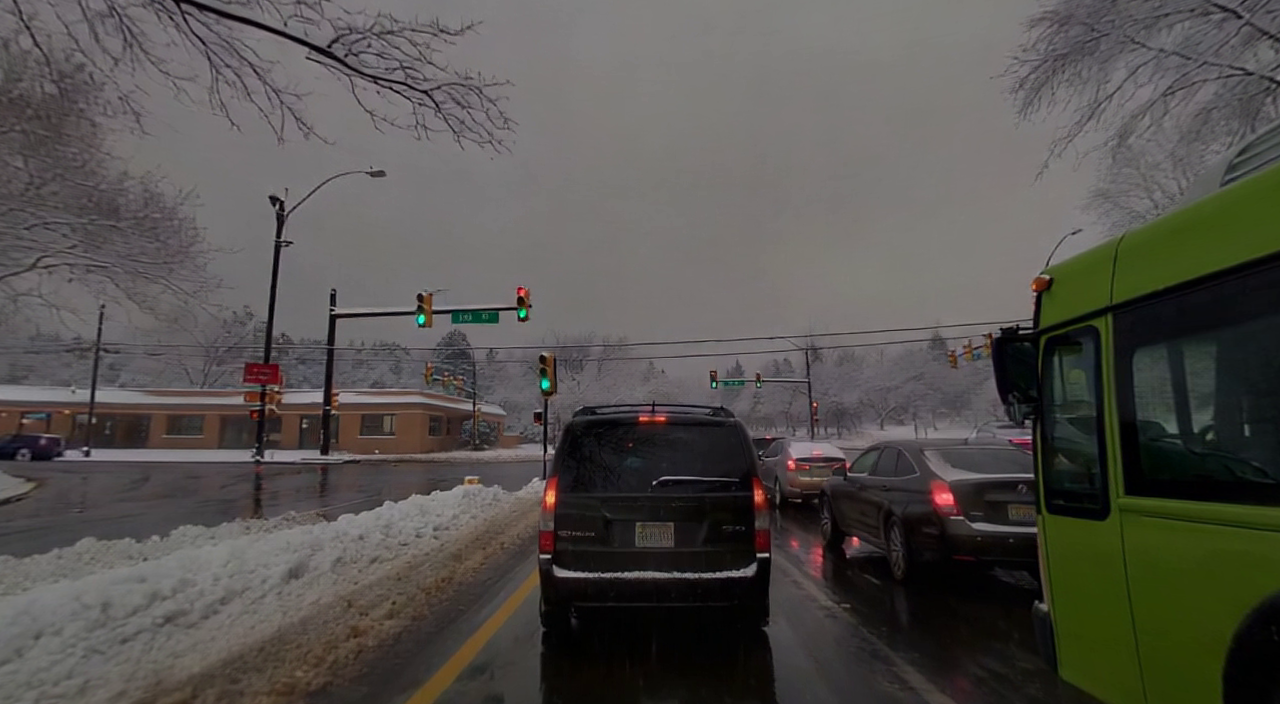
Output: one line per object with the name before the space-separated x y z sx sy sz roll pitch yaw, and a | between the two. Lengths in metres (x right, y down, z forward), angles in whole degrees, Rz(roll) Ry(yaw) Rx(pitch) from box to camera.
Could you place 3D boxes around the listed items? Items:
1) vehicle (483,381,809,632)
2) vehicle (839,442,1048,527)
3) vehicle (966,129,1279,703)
vehicle | 0.021 1.475 7.005 2.381 1.842 4.603 0 -8 -1
vehicle | 5.995 2.639 13.216 1.987 1.457 4.675 0 -8 -1
vehicle | 2.616 0.317 0.422 2.037 2.065 5.037 0 -8 0
